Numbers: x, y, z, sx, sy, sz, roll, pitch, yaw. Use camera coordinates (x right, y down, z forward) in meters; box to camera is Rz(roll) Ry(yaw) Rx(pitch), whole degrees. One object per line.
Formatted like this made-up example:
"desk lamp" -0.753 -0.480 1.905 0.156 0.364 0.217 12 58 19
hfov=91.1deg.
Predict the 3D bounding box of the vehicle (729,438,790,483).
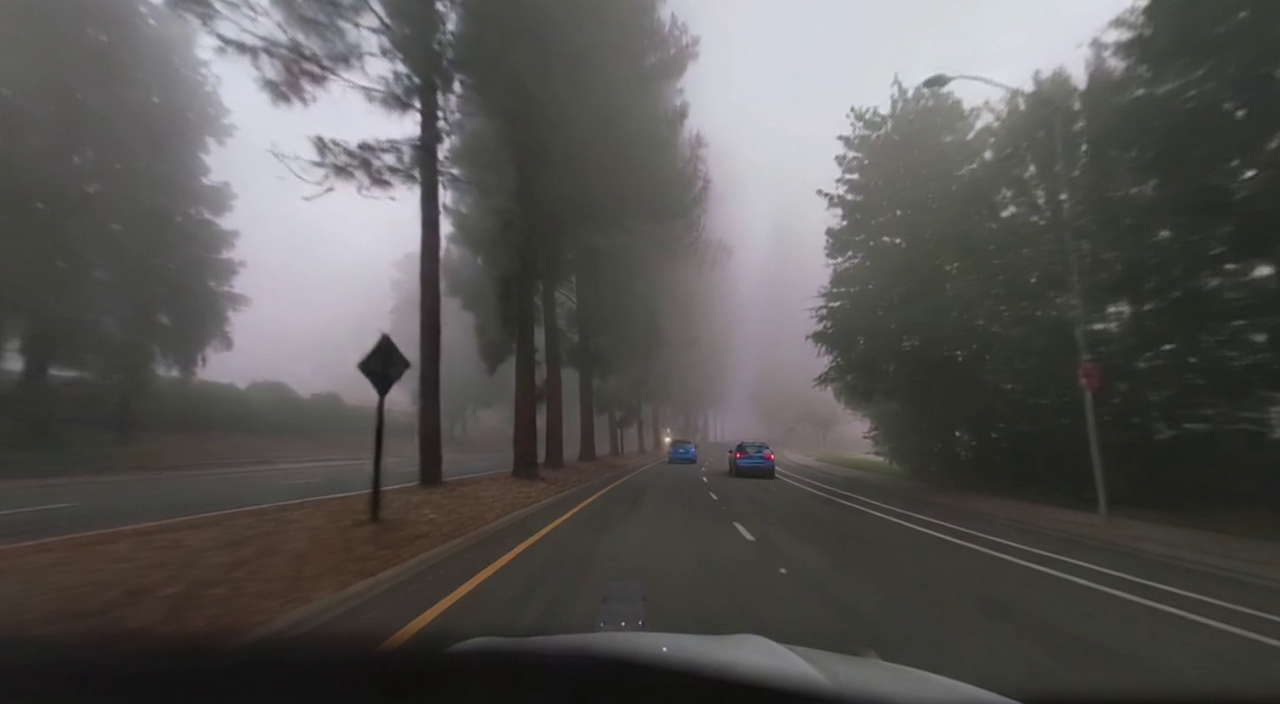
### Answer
"vehicle" 4.801 4.384 25.762 1.971 1.663 4.287 -1 -8 5

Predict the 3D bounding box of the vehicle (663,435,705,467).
"vehicle" 2.728 5.974 38.010 2.251 1.822 4.391 -1 -8 8
